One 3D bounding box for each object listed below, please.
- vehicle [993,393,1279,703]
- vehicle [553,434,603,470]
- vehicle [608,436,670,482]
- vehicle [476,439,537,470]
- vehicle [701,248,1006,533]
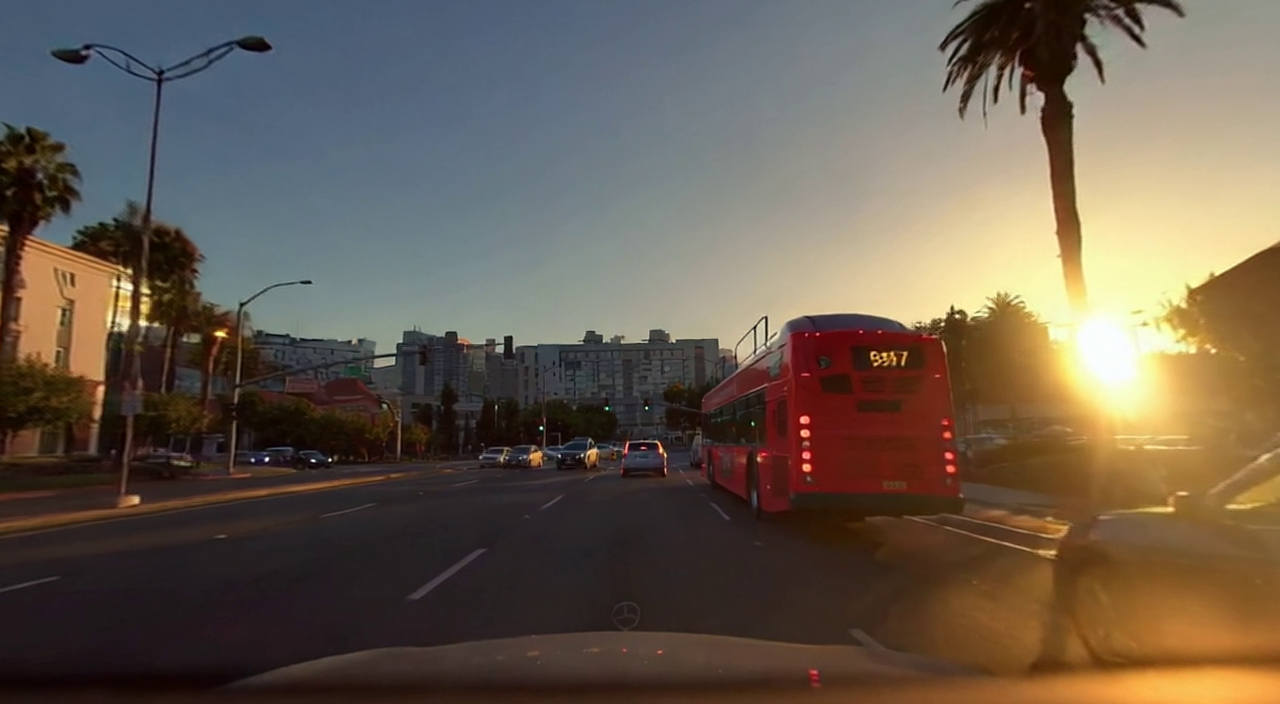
[{"bbox_3d":[3.598,0.854,2.055,1.965,1.519,5.078,0,-9,0],"label":"vehicle"},{"bbox_3d":[-3.149,5.179,32.871,2.020,1.721,4.366,0,-8,2],"label":"vehicle"},{"bbox_3d":[-0.014,3.849,22.927,2.060,1.499,3.831,0,-9,1],"label":"vehicle"},{"bbox_3d":[-6.786,5.267,32.732,1.927,1.480,4.832,0,-9,2],"label":"vehicle"},{"bbox_3d":[3.565,1.484,15.603,2.970,4.015,13.606,0,-9,1],"label":"vehicle"}]
